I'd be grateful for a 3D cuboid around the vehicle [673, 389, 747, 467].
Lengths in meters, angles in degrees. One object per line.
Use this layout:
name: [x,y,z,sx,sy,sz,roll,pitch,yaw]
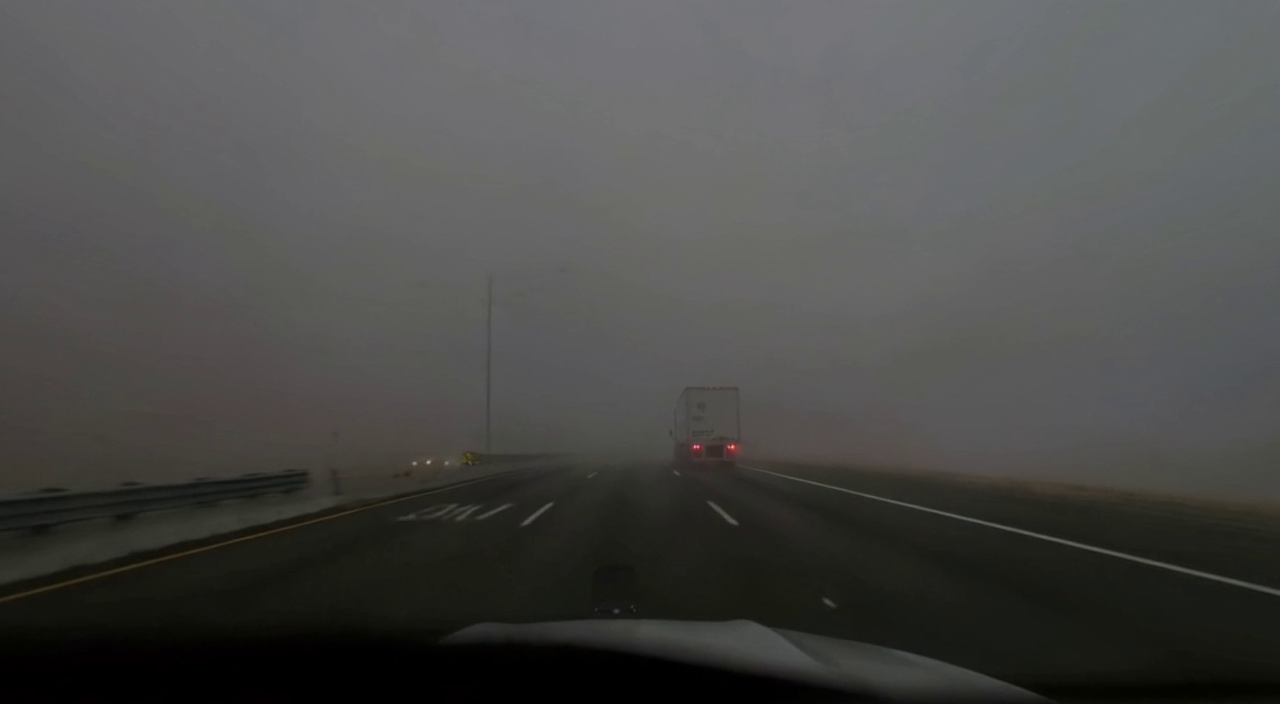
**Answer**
vehicle: [4.097,5.049,40.783,2.960,4.099,14.097,0,-8,-1]
